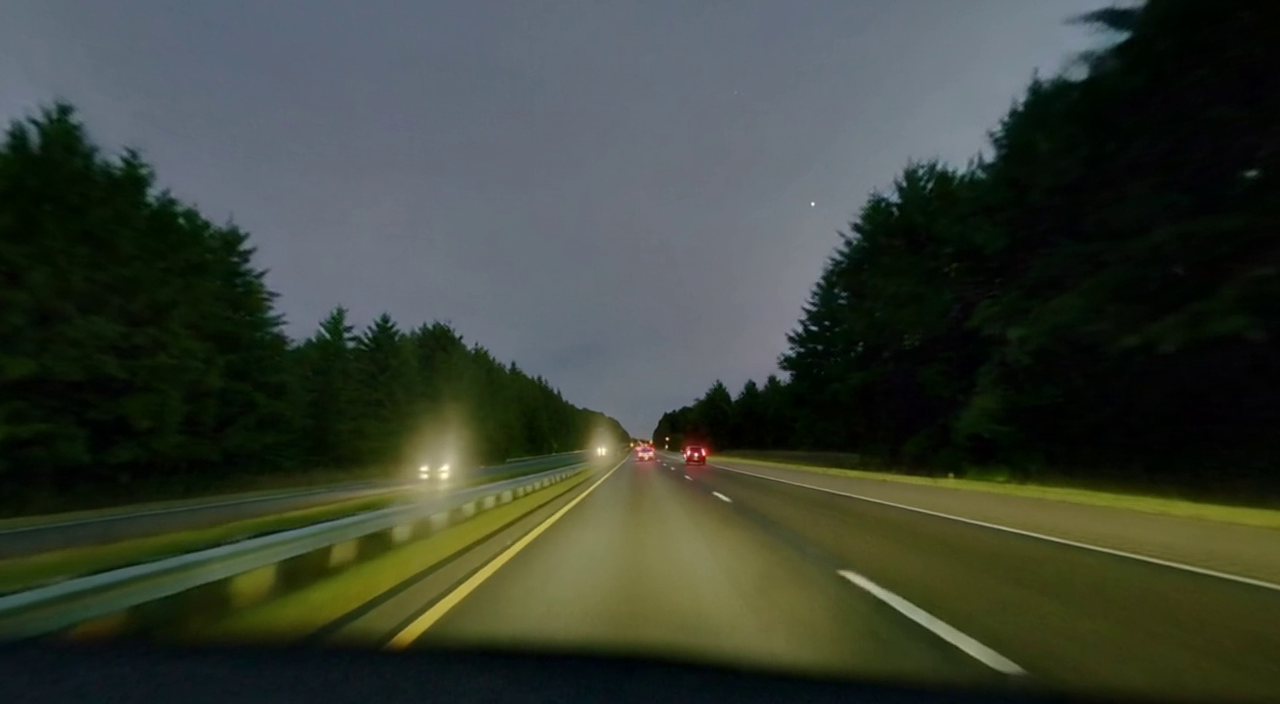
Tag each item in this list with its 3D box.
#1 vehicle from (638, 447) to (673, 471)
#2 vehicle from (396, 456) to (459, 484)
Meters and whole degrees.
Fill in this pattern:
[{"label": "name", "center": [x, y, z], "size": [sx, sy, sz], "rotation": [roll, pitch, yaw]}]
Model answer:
[{"label": "vehicle", "center": [0.979, 7.124, 41.940], "size": [2.162, 1.492, 3.975], "rotation": [0, -9, -1]}, {"label": "vehicle", "center": [-12.485, 6.931, 37.340], "size": [2.033, 1.462, 4.620], "rotation": [-1, -9, 1]}]
